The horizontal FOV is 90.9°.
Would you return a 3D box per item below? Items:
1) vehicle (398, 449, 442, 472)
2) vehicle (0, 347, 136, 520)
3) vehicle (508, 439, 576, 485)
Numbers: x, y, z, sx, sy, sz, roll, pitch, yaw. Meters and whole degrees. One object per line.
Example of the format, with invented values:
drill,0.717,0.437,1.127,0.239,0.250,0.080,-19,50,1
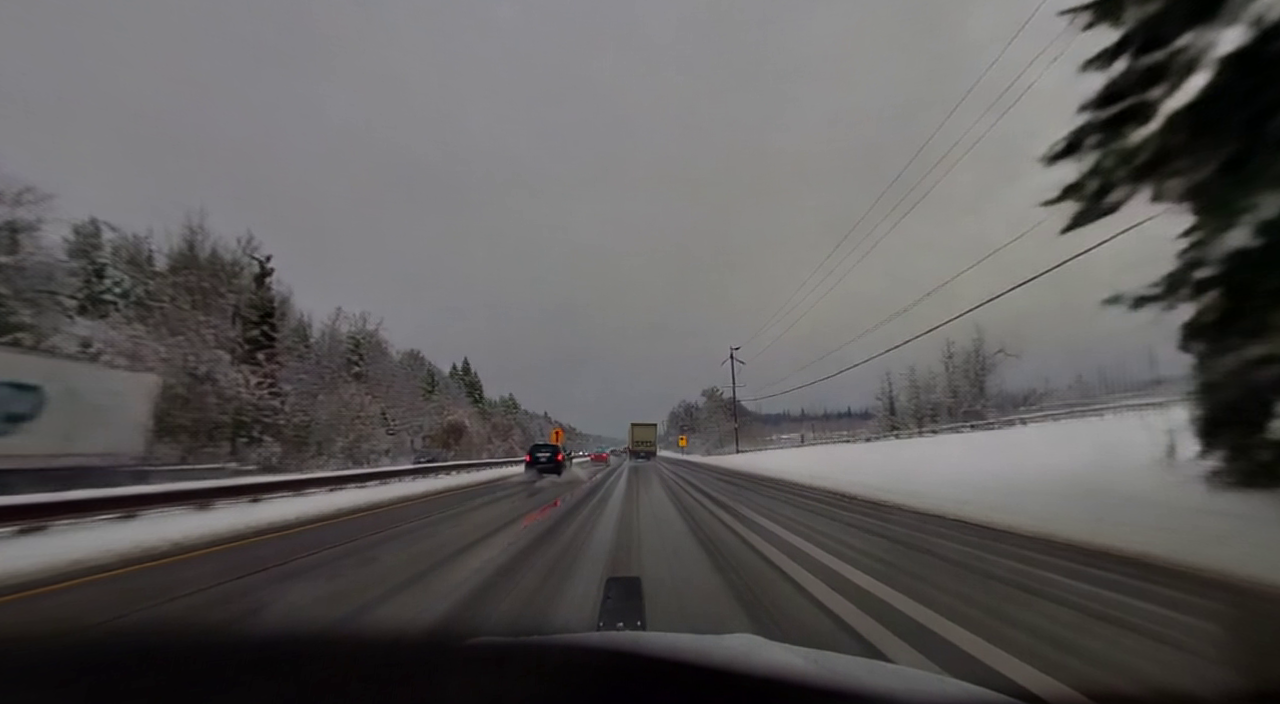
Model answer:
vehicle,-15.932,7.884,45.844,1.827,1.579,3.858,0,-9,-1
vehicle,-16.674,1.192,10.051,3.467,3.980,16.803,0,-9,0
vehicle,-3.933,4.507,26.049,2.111,1.735,4.066,0,-9,0
